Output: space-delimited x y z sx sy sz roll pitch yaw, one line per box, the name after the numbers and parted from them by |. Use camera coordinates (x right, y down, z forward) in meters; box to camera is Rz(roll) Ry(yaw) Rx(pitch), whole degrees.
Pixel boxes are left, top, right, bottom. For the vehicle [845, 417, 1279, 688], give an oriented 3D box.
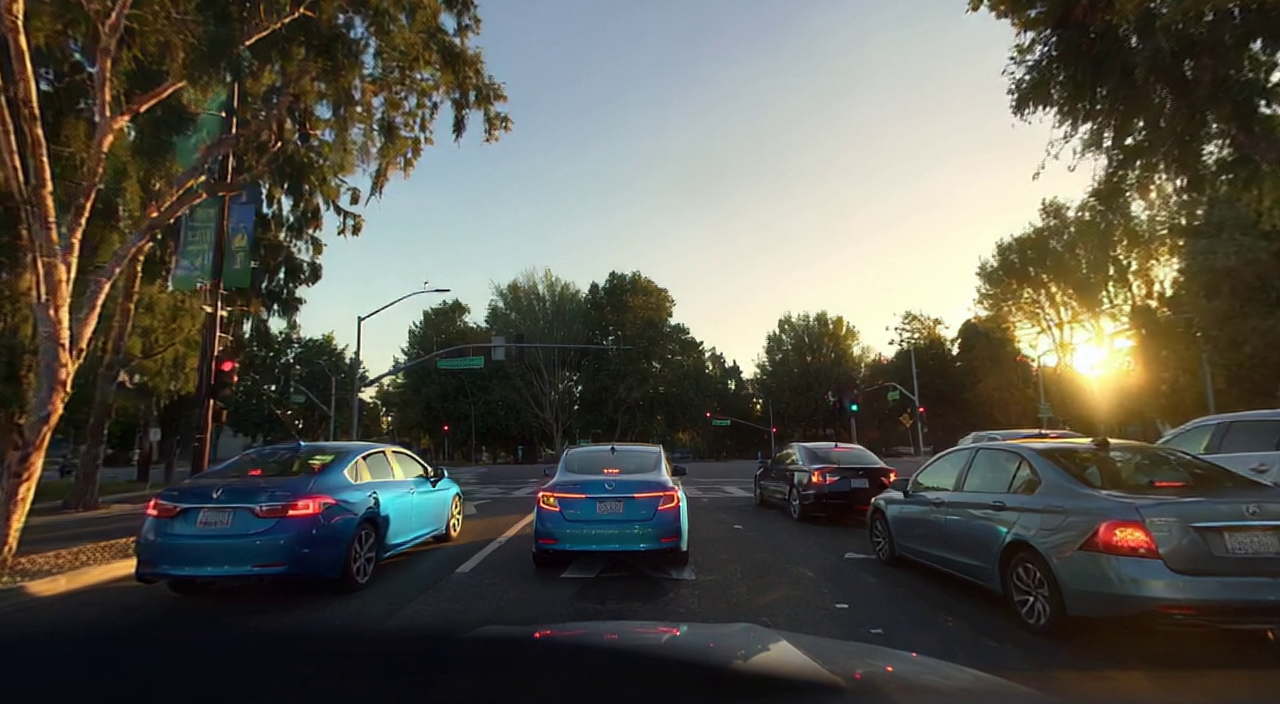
3.596 1.438 5.762 1.953 1.471 4.470 0 -9 0 | vehicle

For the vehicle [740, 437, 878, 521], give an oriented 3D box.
3.396 2.612 13.497 1.852 1.498 3.825 0 -9 -1 | vehicle

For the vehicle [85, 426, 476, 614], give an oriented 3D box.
-3.370 1.633 7.091 1.929 1.457 4.136 0 -9 0 | vehicle

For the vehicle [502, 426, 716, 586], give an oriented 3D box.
-0.315 1.724 7.819 1.994 1.479 3.647 0 -9 -1 | vehicle
